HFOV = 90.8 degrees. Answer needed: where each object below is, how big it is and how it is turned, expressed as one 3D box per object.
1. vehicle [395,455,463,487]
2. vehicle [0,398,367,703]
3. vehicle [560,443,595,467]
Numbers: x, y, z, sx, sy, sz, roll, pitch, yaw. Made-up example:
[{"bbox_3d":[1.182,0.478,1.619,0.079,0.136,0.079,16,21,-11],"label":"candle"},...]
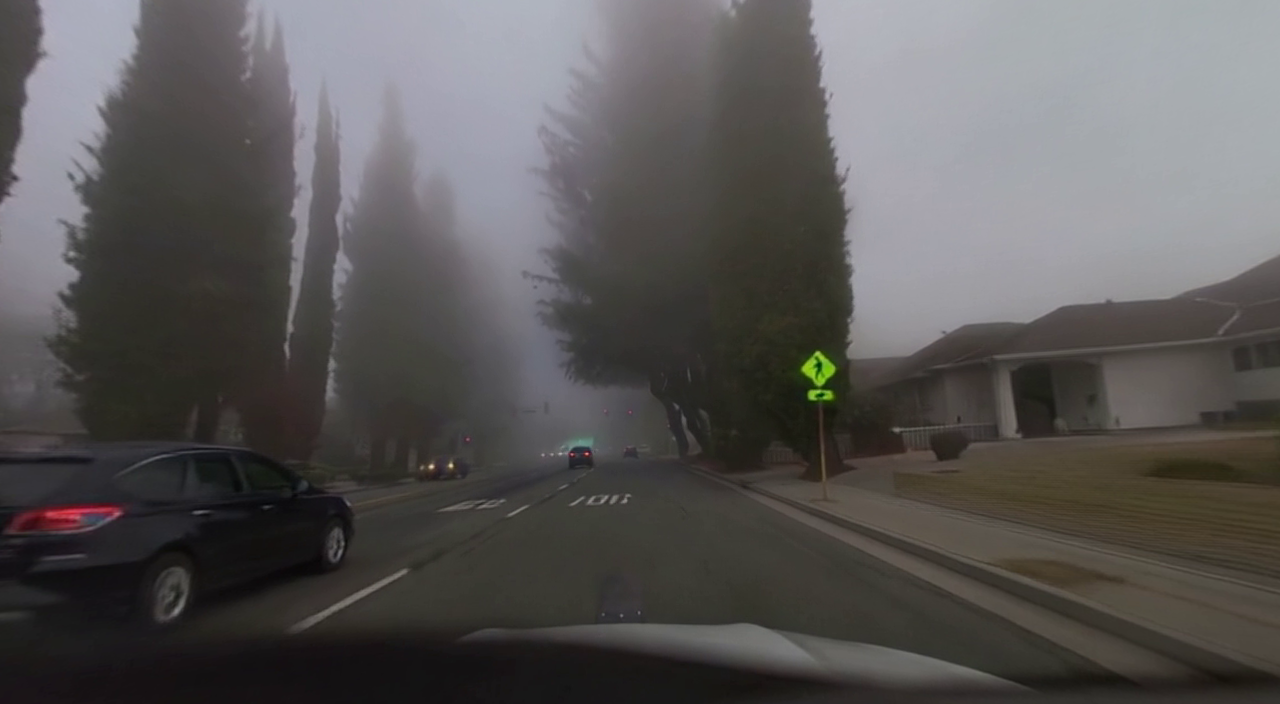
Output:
[{"bbox_3d":[-11.062,6.265,33.553,2.032,1.493,4.761,-1,-9,-1],"label":"vehicle"},{"bbox_3d":[-4.540,1.435,5.536,2.169,1.706,4.638,0,-9,1],"label":"vehicle"},{"bbox_3d":[-4.582,7.642,46.983,2.065,1.714,4.272,0,-9,1],"label":"vehicle"}]
